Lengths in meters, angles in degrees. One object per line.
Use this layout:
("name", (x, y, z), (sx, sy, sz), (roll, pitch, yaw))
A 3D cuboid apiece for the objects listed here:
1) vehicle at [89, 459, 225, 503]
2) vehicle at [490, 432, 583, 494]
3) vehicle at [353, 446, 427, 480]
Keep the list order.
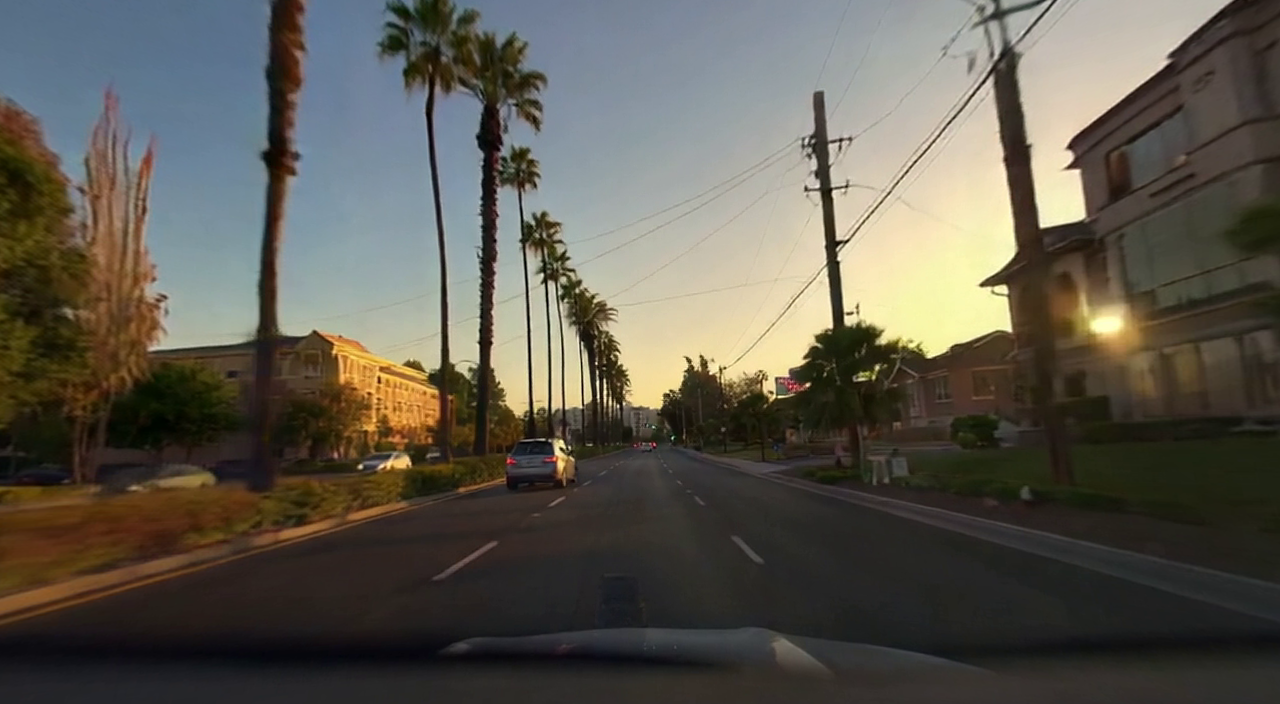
("vehicle", (-19.331, 5.134, 25.507), (1.838, 1.502, 4.370), (-1, -8, 4))
("vehicle", (-3.074, 3.405, 19.801), (2.062, 1.693, 4.669), (0, -8, 1))
("vehicle", (-13.627, 6.030, 34.671), (2.034, 1.727, 4.654), (0, -8, 1))
